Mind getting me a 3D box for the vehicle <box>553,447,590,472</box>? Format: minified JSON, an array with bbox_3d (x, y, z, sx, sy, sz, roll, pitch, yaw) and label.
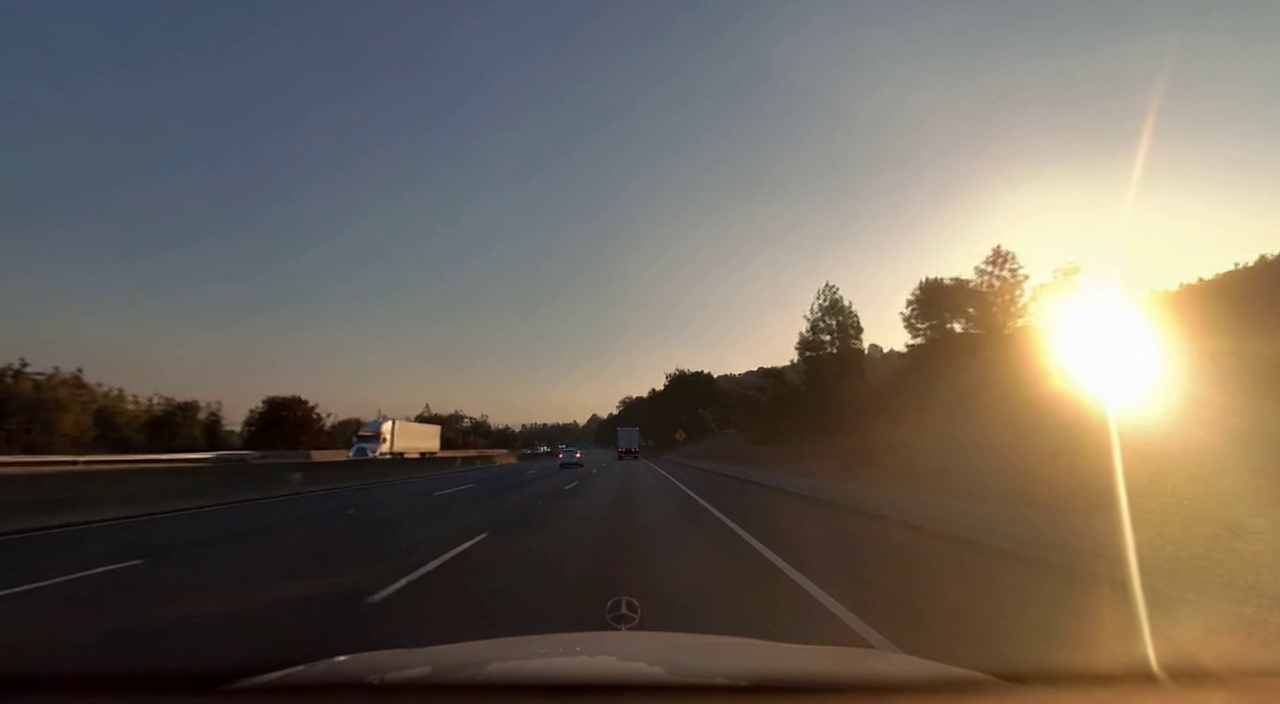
[{"bbox_3d":[-4.657,7.401,43.631,2.108,1.573,5.000,0,-9,-1],"label":"vehicle"}]
